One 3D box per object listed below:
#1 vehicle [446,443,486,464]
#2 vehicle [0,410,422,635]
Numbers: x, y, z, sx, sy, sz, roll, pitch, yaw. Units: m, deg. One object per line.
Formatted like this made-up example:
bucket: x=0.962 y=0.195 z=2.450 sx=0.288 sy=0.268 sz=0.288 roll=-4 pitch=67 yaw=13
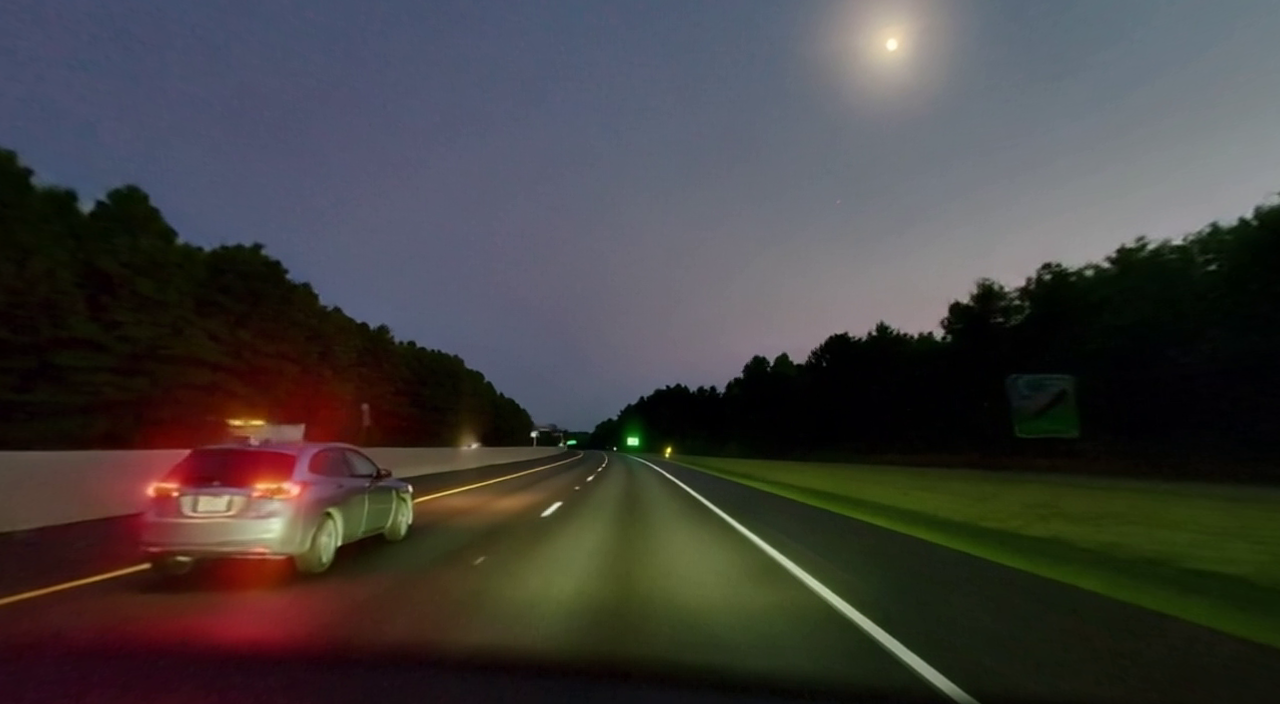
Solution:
vehicle: x=-12.679 y=7.406 z=46.167 sx=1.872 sy=1.463 sz=3.978 roll=0 pitch=-9 yaw=-1
vehicle: x=-3.901 y=1.478 z=6.352 sx=1.990 sy=1.532 sz=3.911 roll=0 pitch=-9 yaw=0
